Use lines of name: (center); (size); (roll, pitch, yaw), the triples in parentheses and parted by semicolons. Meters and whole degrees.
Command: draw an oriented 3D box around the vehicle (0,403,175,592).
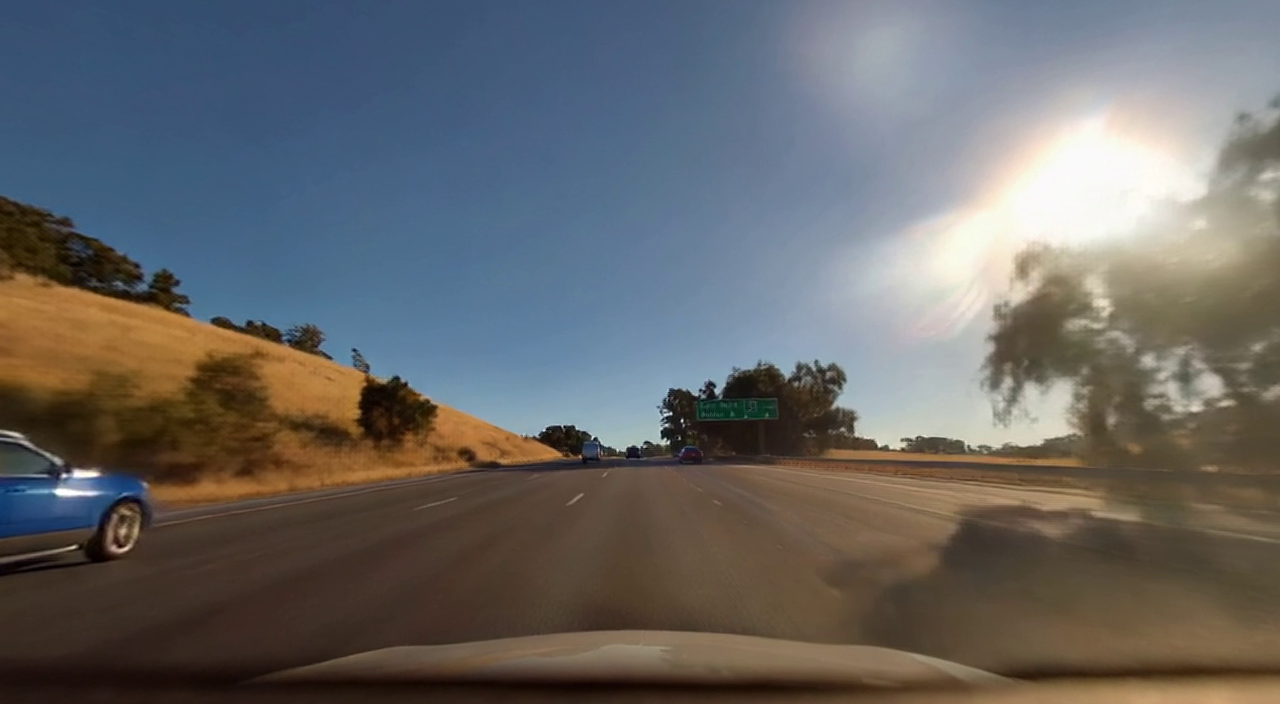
vehicle: (-7.182, 1.326, 5.594); (2.285, 1.759, 4.968); (0, -8, 0)

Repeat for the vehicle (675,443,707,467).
vehicle: (3.858, 7.857, 48.445); (1.995, 1.712, 4.206); (0, -8, -2)
